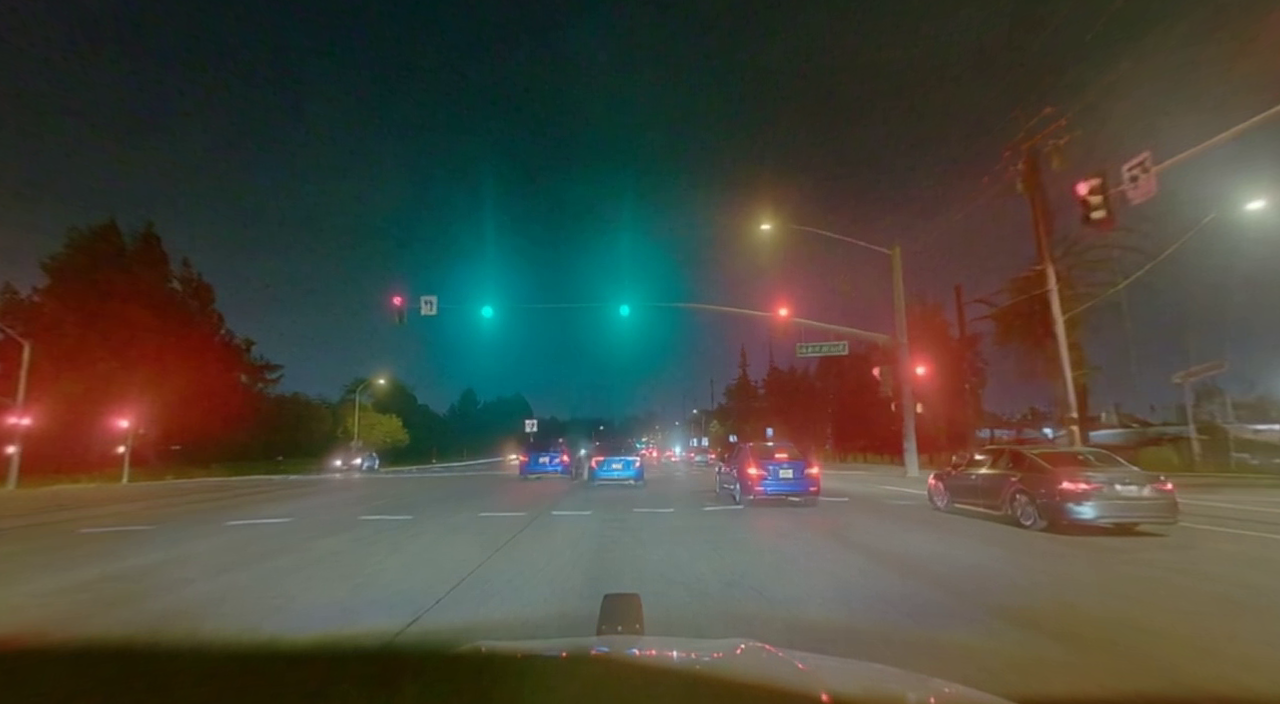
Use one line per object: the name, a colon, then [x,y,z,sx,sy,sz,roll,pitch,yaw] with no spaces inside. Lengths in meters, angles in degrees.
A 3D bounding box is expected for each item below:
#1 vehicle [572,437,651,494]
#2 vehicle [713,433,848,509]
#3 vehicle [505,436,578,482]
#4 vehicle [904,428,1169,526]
vehicle: [-0.793,3.309,18.784,2.065,1.464,4.216,0,-8,-1]
vehicle: [3.075,2.715,14.932,2.053,1.490,4.464,0,-8,-1]
vehicle: [-3.672,4.066,24.314,2.073,1.606,4.364,0,-8,0]
vehicle: [6.923,2.211,11.785,2.004,1.455,4.417,0,-8,-1]
